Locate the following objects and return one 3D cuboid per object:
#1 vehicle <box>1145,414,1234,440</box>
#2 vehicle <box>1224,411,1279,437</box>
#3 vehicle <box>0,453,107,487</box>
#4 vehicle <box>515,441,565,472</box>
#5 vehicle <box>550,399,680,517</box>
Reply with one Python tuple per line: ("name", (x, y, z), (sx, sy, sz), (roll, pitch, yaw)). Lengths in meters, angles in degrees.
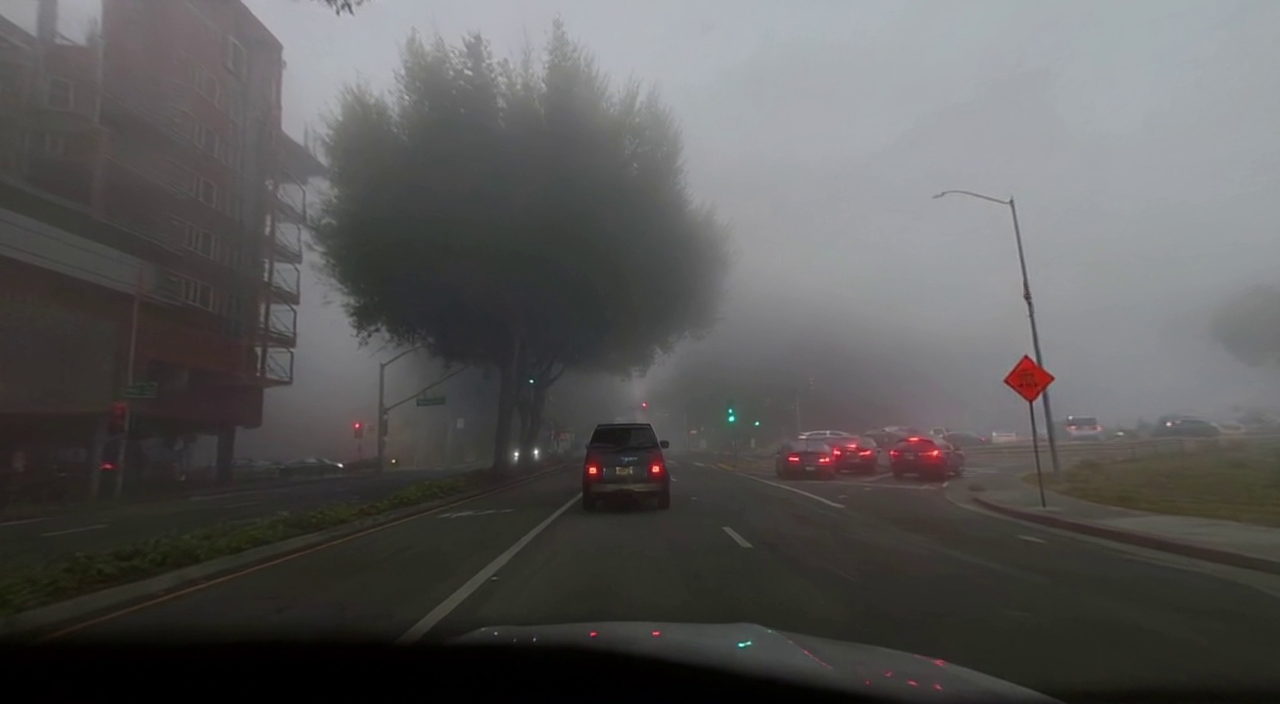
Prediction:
("vehicle", (39.225, 5.349, 45.104), (4.556, 1.639, 2.002), (-2, -8, 34))
("vehicle", (45.389, 5.162, 45.300), (4.522, 1.786, 2.023), (-6, -10, 35))
("vehicle", (-36.279, 7.122, 38.064), (5.755, 1.945, 2.403), (0, -8, -2))
("vehicle", (-6.027, 6.367, 38.476), (2.068, 1.750, 4.361), (-1, -8, 3))
("vehicle", (-0.443, 2.358, 14.422), (2.350, 2.122, 5.801), (0, -8, 0))
